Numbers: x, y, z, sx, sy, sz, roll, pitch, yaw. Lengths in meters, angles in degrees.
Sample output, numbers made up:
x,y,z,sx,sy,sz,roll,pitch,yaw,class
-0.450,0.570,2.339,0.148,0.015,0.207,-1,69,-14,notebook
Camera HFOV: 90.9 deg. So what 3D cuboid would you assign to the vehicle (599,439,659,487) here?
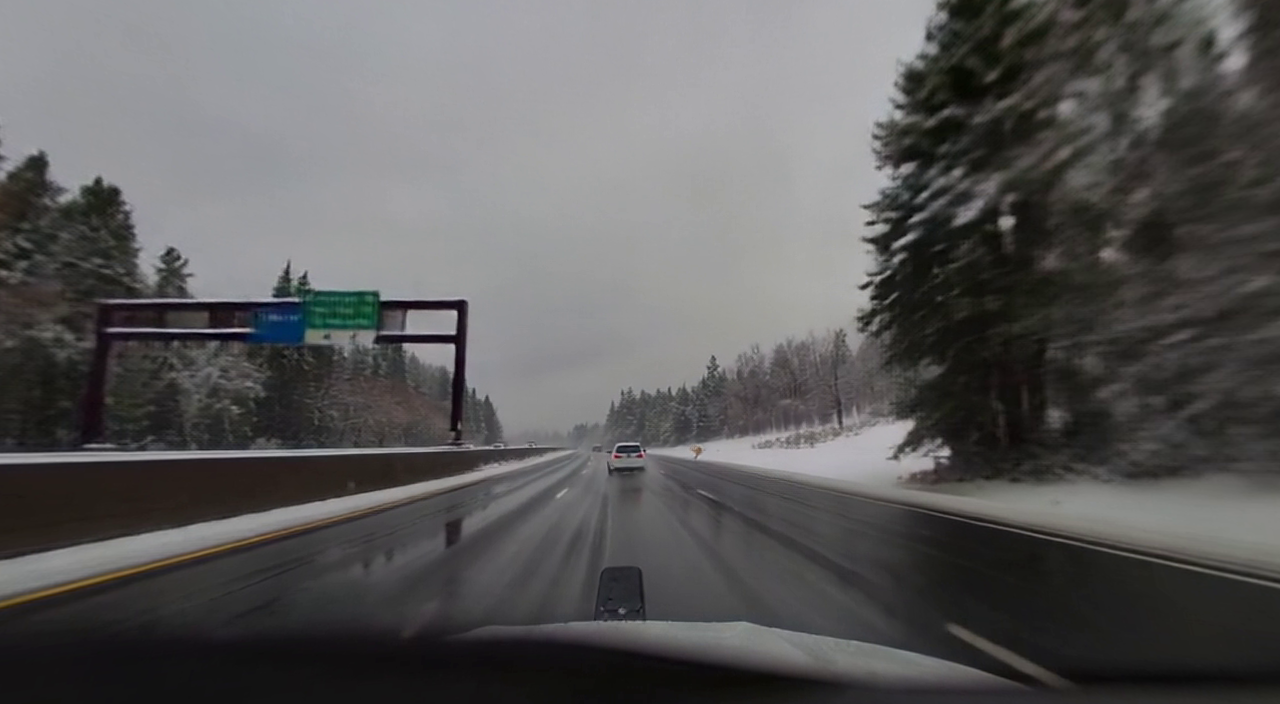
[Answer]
x,y,z,sx,sy,sz,roll,pitch,yaw,class
-0.439,3.992,22.973,2.011,1.590,3.607,0,-9,-3,vehicle
